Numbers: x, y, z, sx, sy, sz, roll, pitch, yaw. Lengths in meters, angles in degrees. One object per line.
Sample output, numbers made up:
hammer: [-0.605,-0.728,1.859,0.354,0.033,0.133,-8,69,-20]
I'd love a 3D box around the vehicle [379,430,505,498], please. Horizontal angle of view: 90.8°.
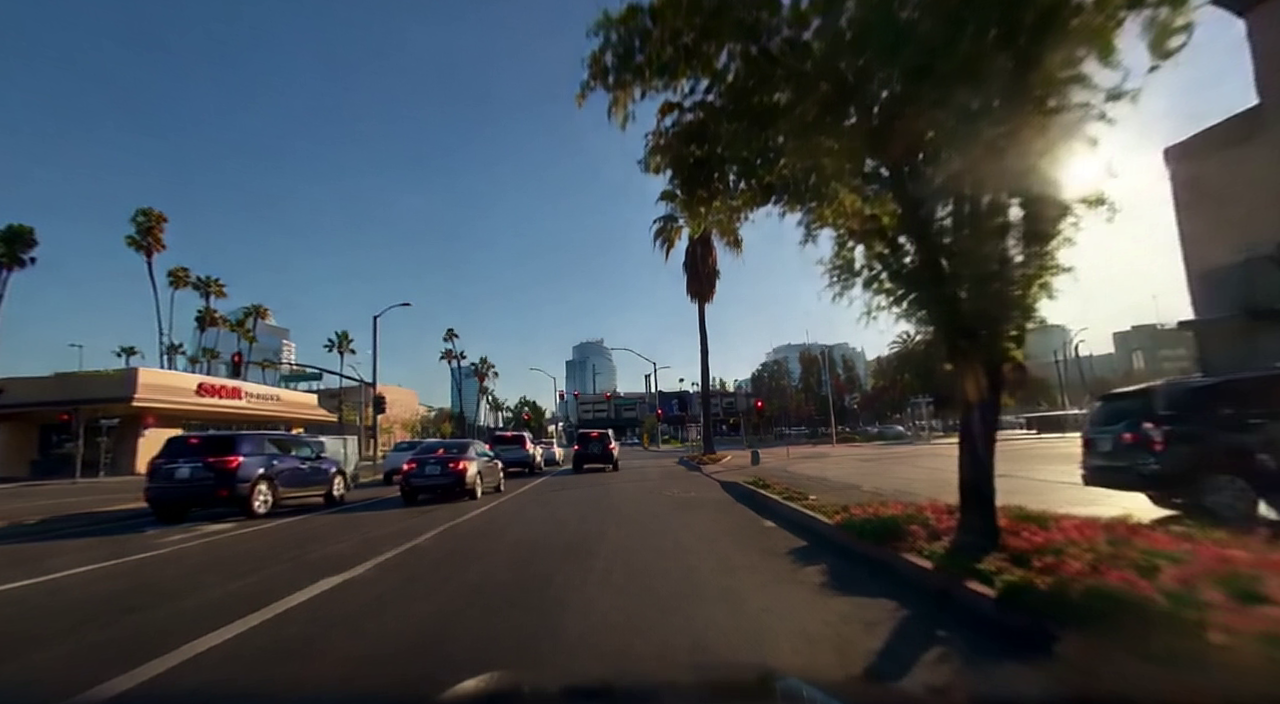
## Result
vehicle: [-5.139,2.973,17.178,1.885,1.567,4.775,0,-9,0]

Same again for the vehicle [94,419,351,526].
vehicle: [-8.494,2.494,13.668,2.178,1.864,5.005,0,-9,-1]

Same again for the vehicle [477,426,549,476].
vehicle: [-5.179,4.126,26.462,2.025,1.862,4.804,0,-9,0]

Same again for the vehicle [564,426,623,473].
vehicle: [-1.816,4.003,26.058,2.153,1.759,4.320,0,-9,-1]

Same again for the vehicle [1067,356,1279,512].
vehicle: [9.467,1.194,9.224,4.774,1.975,2.245,0,-9,-2]
